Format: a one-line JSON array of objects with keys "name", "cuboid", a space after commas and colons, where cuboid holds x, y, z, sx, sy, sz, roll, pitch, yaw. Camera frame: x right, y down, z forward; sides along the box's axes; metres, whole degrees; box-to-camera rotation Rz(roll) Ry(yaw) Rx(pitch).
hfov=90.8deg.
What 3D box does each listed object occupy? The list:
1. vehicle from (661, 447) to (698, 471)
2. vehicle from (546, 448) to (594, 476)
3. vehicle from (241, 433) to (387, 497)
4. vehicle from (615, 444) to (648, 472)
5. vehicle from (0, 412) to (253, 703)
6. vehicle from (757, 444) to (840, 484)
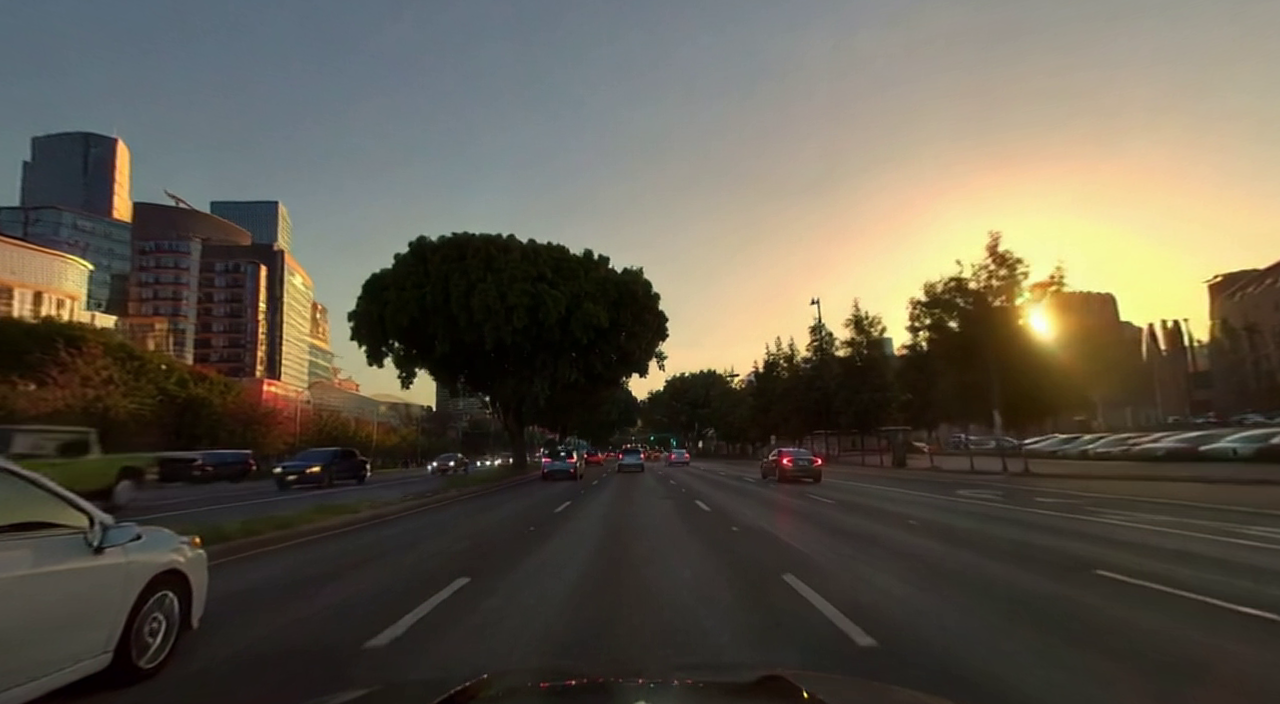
[{"name": "vehicle", "cuboid": [2.535, 6.987, 41.532, 2.014, 1.430, 4.103, 0, -9, -2]}, {"name": "vehicle", "cuboid": [-3.860, 6.128, 35.451, 2.163, 1.474, 4.413, 0, -9, 0]}, {"name": "vehicle", "cuboid": [-9.498, 3.318, 18.912, 2.026, 1.639, 4.496, 0, -9, -1]}, {"name": "vehicle", "cuboid": [-0.560, 6.866, 41.143, 2.008, 1.716, 4.125, 0, -9, -1]}, {"name": "vehicle", "cuboid": [-3.742, 0.936, 2.225, 2.018, 1.476, 4.364, 0, -9, -1]}, {"name": "vehicle", "cuboid": [6.213, 4.438, 25.411, 2.028, 1.451, 4.625, 0, -9, -1]}]
